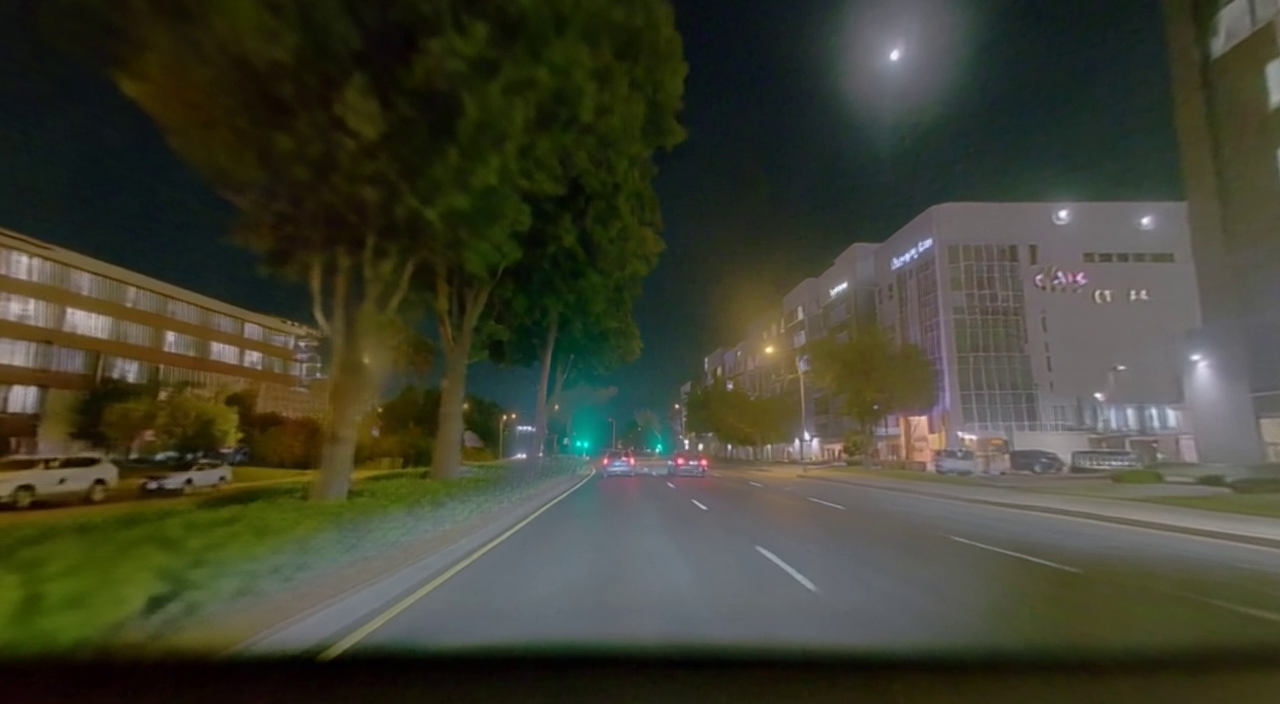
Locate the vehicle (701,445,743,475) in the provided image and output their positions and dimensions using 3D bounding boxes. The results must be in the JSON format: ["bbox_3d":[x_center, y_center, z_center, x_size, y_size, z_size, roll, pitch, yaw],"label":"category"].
[{"bbox_3d":[5.698,7.598,44.559,2.052,1.990,4.736,0,-9,-3],"label":"vehicle"}]

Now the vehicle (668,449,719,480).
[{"bbox_3d":[2.697,5.826,32.944,1.993,1.477,4.240,0,-9,-4],"label":"vehicle"}]

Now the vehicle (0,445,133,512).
[{"bbox_3d":[-19.482,3.933,19.972,2.241,1.891,5.637,0,-9,-1],"label":"vehicle"}]

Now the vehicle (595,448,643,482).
[{"bbox_3d":[-1.024,5.299,29.898,2.101,1.444,4.248,0,-9,-2],"label":"vehicle"}]

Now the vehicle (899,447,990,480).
[{"bbox_3d":[19.846,7.279,41.461,2.150,1.966,5.027,4,-10,-23],"label":"vehicle"}]

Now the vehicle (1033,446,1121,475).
[{"bbox_3d":[31.845,7.927,46.230,1.956,1.955,4.773,4,-10,-27],"label":"vehicle"}]

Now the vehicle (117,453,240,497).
[{"bbox_3d":[-19.743,5.262,27.354,2.019,1.687,4.484,0,-9,-2],"label":"vehicle"}]
